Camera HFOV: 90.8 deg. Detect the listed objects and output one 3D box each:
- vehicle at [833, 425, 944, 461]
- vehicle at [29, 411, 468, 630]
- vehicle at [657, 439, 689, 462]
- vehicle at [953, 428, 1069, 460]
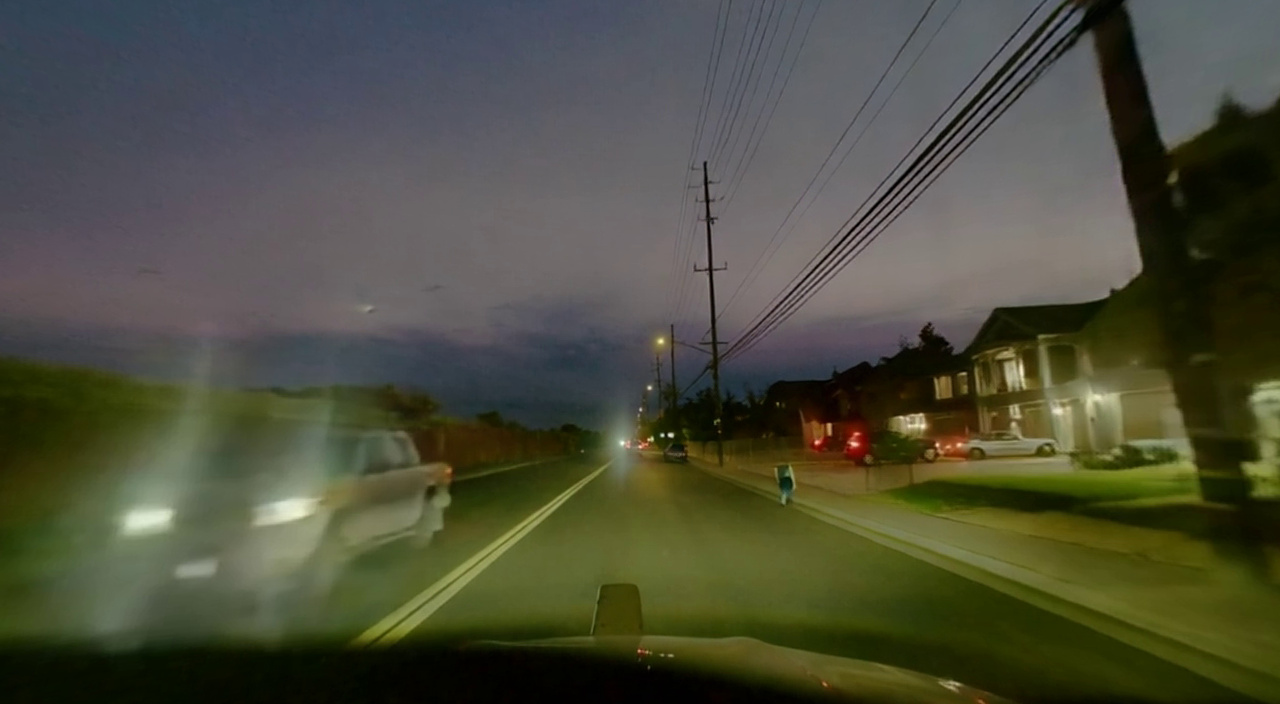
[{"bbox_3d":[12.545,4.626,32.155,4.701,1.745,2.083,-1,-8,2],"label":"vehicle"},{"bbox_3d":[-3.613,1.615,7.104,2.146,1.657,4.351,0,-8,0],"label":"vehicle"},{"bbox_3d":[2.502,7.558,48.678,2.108,1.710,4.499,0,-8,-2],"label":"vehicle"},{"bbox_3d":[18.783,4.672,32.164,4.558,1.554,1.990,0,-9,4],"label":"vehicle"}]
